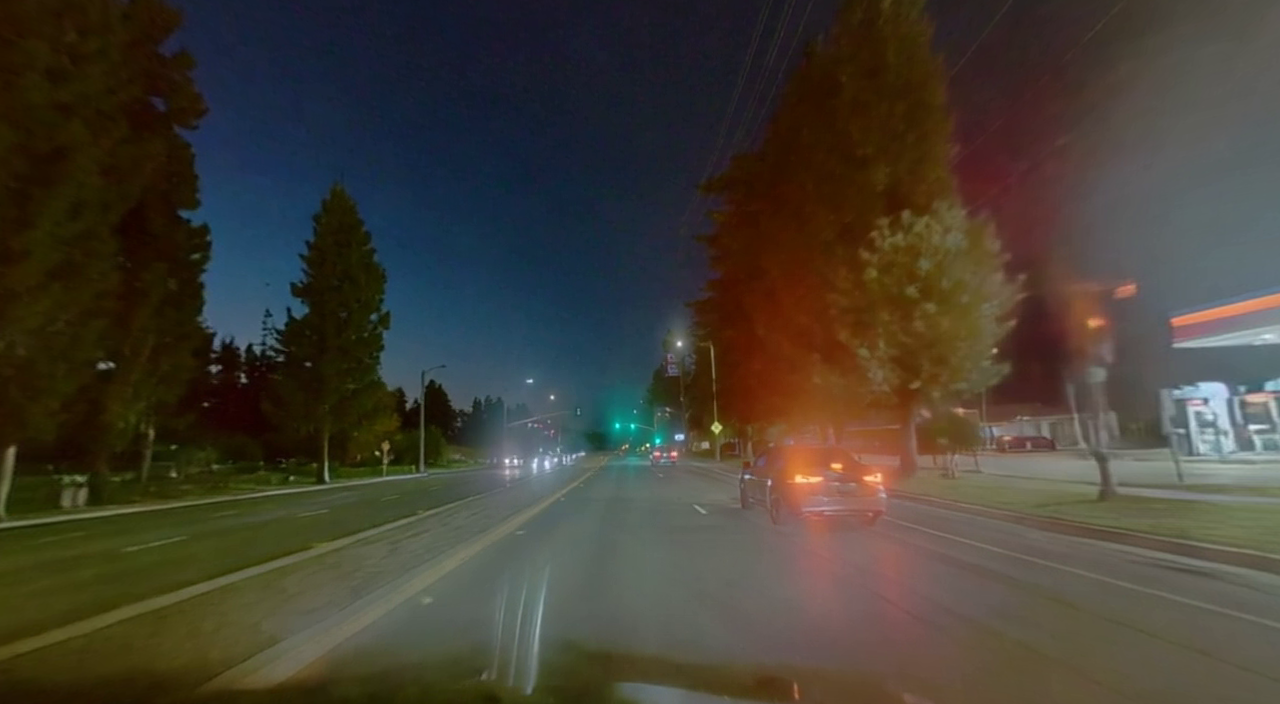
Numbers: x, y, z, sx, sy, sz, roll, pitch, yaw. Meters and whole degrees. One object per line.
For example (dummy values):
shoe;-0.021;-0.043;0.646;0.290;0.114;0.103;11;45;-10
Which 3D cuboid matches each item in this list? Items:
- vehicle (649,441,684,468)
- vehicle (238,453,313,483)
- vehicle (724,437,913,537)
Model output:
vehicle;1.872;7.399;45.772;2.115;1.840;4.777;0;-8;-3
vehicle;-24.576;7.787;42.863;2.082;1.829;5.094;0;-8;0
vehicle;2.980;2.348;11.703;2.061;1.475;4.296;0;-8;-3
